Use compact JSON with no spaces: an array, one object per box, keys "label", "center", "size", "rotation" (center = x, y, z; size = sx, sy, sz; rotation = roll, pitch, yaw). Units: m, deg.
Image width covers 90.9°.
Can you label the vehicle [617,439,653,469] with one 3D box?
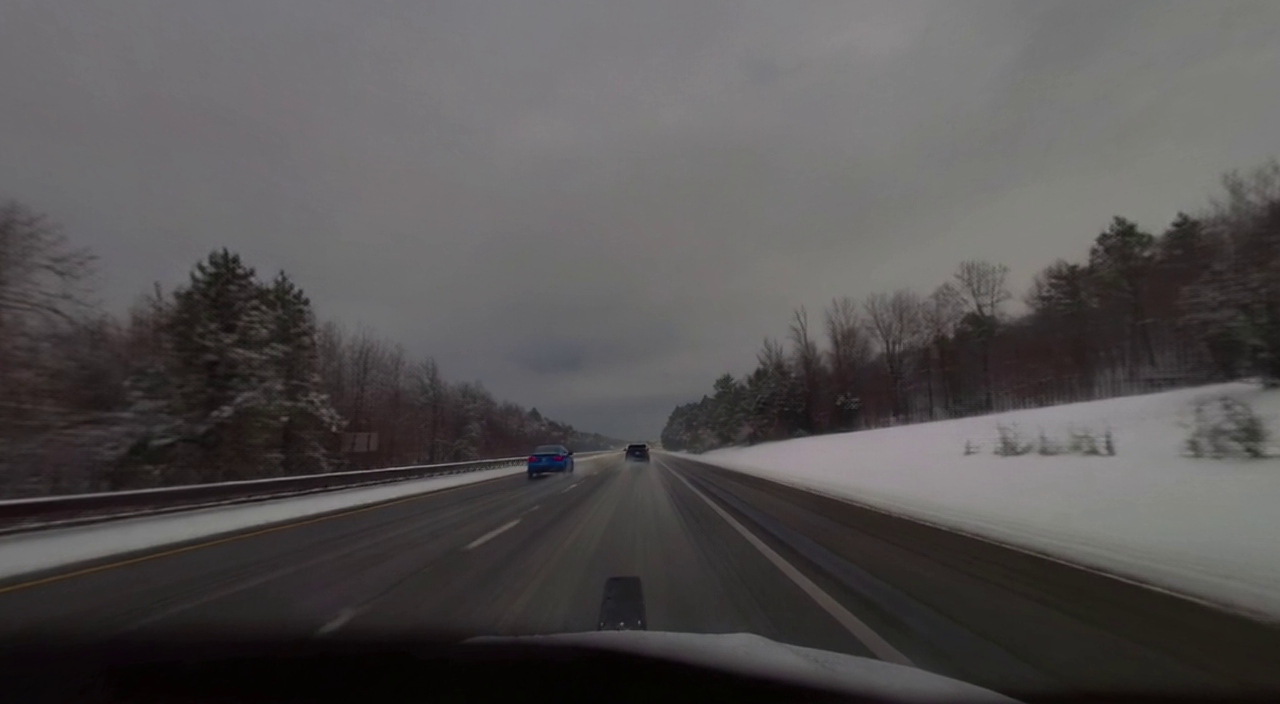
[{"label":"vehicle","center":[-0.274,6.357,39.303],"size":[2.126,1.786,3.958],"rotation":[0,-9,0]}]

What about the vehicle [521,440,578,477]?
[{"label":"vehicle","center":[-4.336,5.196,30.830],"size":[2.113,1.656,4.215],"rotation":[0,-9,1]}]
